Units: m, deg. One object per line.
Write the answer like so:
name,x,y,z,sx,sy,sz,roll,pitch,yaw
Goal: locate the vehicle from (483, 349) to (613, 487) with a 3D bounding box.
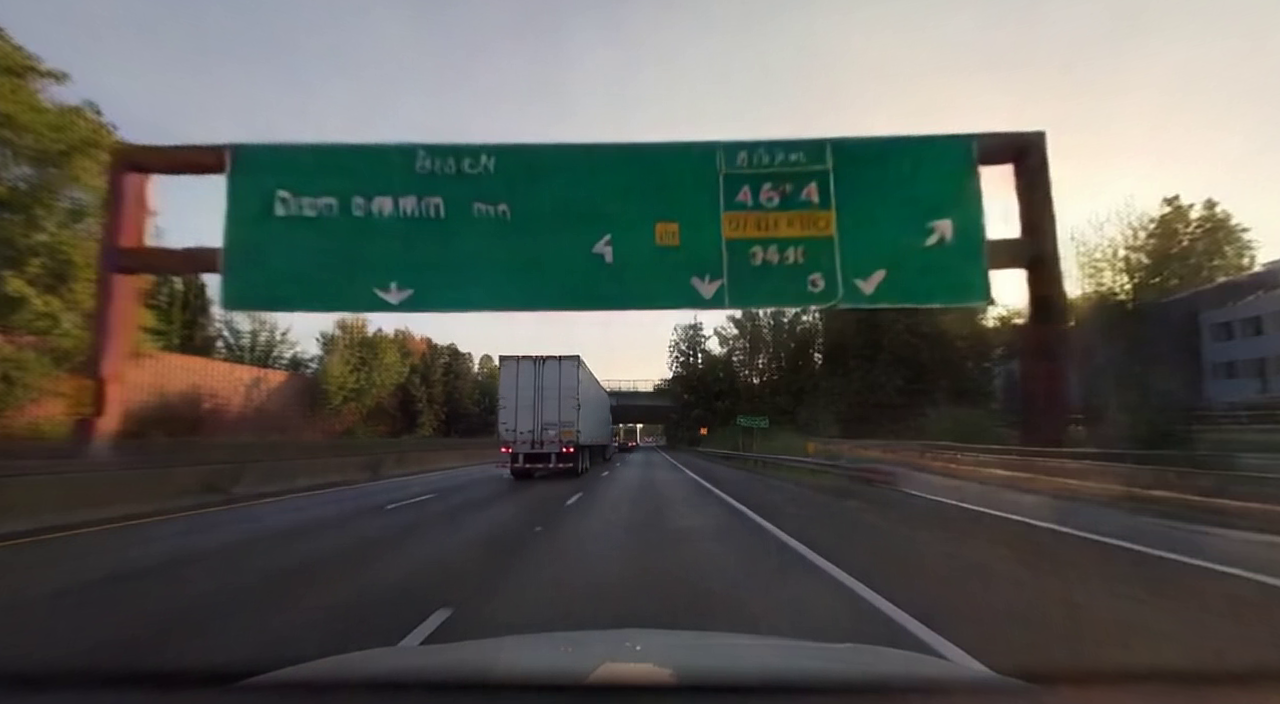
vehicle,-3.017,2.942,25.675,2.947,4.051,14.256,0,-8,1
